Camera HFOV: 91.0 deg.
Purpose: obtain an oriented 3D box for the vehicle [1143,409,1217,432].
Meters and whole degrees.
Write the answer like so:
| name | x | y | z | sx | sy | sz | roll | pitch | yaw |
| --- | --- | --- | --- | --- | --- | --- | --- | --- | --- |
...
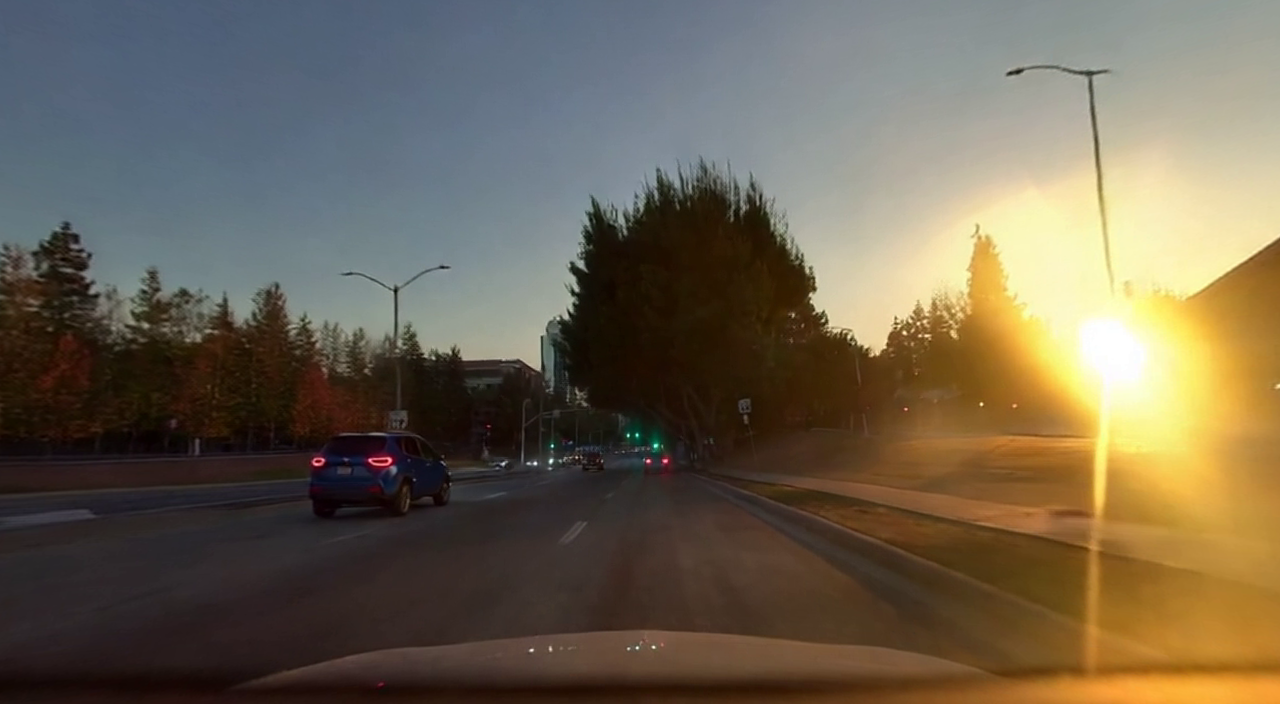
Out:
| name | x | y | z | sx | sy | sz | roll | pitch | yaw |
| --- | --- | --- | --- | --- | --- | --- | --- | --- | --- |
| vehicle | 39.224 | 5.022 | 45.870 | 1.772 | 1.504 | 4.322 | -1 | -9 | 5 |

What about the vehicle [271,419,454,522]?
| name | x | y | z | sx | sy | sz | roll | pitch | yaw |
| --- | --- | --- | --- | --- | --- | --- | --- | --- | --- |
| vehicle | -5.837 | 2.536 | 13.961 | 2.027 | 1.908 | 4.273 | 0 | -9 | 1 |

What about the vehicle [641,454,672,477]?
| name | x | y | z | sx | sy | sz | roll | pitch | yaw |
| --- | --- | --- | --- | --- | --- | --- | --- | --- | --- |
| vehicle | 1.124 | 7.980 | 44.553 | 2.091 | 1.494 | 3.962 | 0 | -9 | 0 |
